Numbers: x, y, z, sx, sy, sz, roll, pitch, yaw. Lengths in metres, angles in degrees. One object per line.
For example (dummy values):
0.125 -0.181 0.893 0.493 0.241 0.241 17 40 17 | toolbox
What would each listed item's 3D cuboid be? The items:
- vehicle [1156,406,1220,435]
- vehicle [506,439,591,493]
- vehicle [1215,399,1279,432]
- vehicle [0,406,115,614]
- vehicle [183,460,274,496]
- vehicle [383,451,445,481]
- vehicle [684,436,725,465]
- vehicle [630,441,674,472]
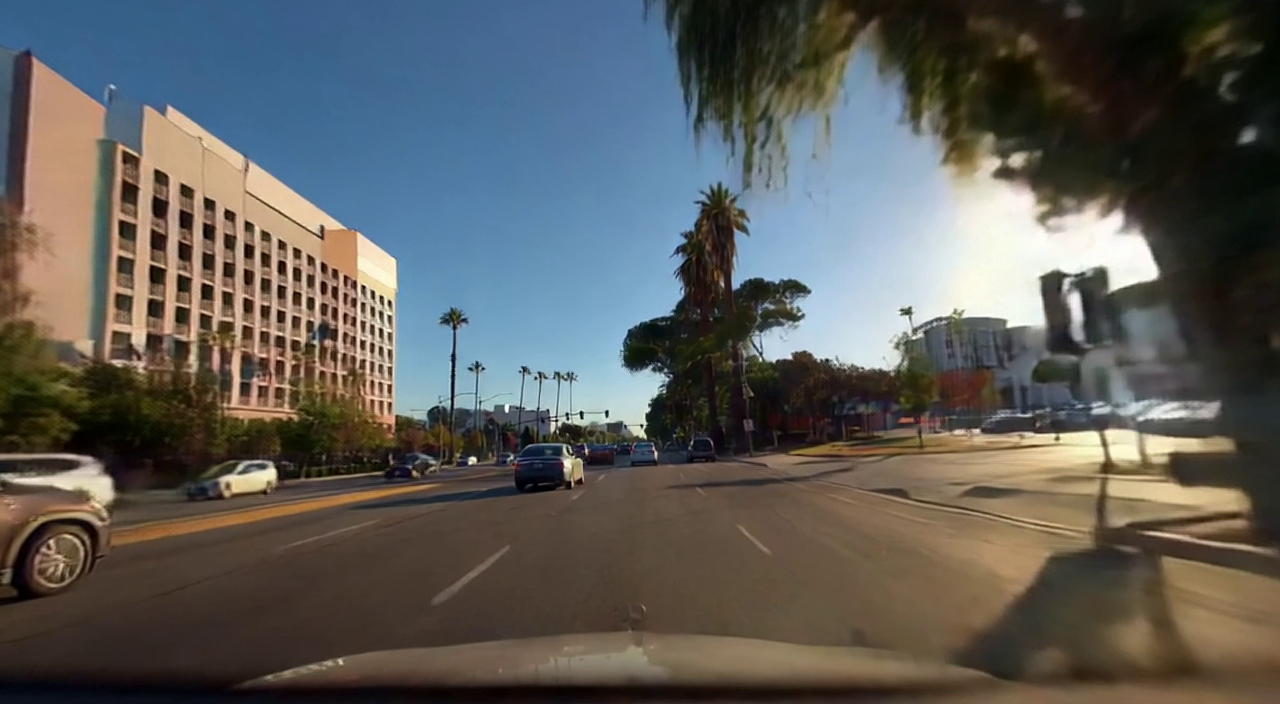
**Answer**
31.344 3.971 36.159 1.849 1.462 3.814 -5 -9 28 | vehicle
-2.790 3.566 20.156 1.908 1.505 4.369 -1 -8 2 | vehicle
33.861 3.533 34.768 1.939 1.625 4.341 -5 -9 27 | vehicle
-6.440 1.167 4.125 2.030 1.730 4.506 -1 -8 1 | vehicle
-20.589 6.270 31.757 1.779 1.562 4.003 -1 -8 1 | vehicle
-13.813 6.946 38.842 2.026 1.641 4.619 -1 -8 1 | vehicle
4.159 6.443 41.339 2.108 1.785 4.334 0 -8 -1 | vehicle
0.588 5.420 32.905 2.147 1.507 3.953 0 -8 0 | vehicle
